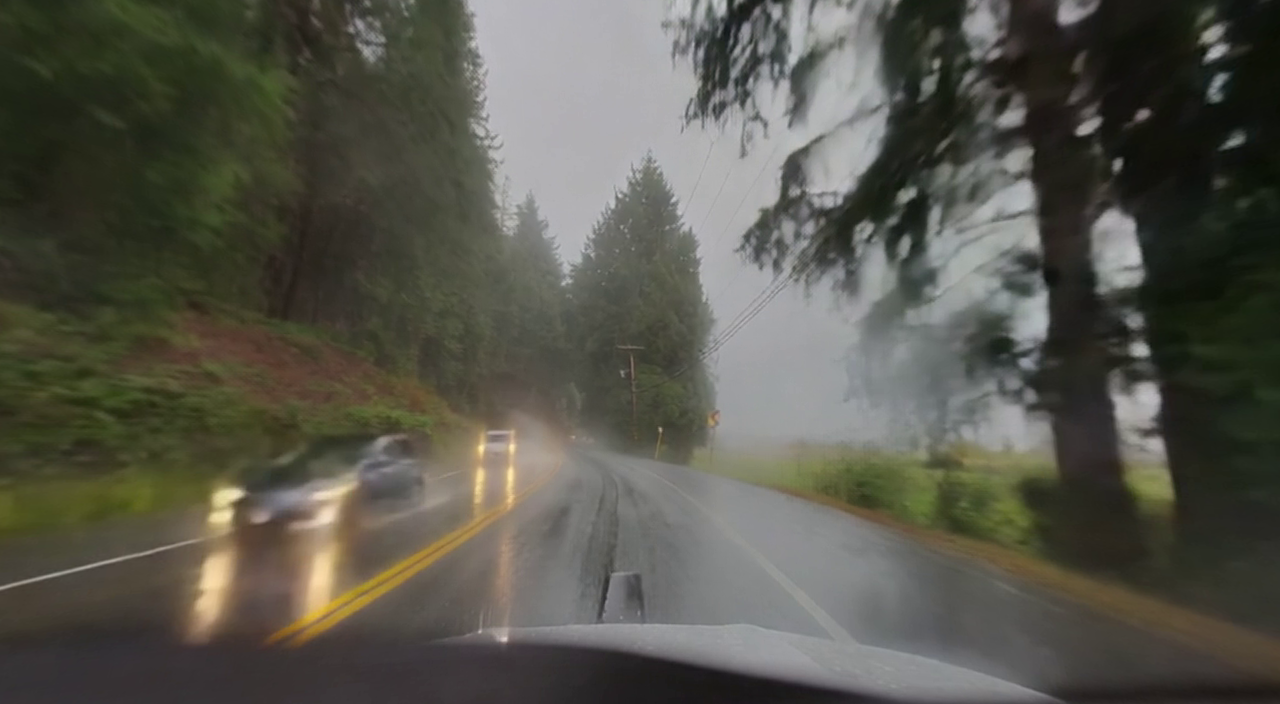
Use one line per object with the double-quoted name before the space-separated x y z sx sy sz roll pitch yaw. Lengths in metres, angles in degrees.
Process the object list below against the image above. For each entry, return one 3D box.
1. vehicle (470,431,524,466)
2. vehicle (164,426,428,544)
"vehicle" -6.875 4.714 30.881 1.943 1.556 4.311 1 -8 -4
"vehicle" -5.146 2.020 10.338 1.965 1.486 4.385 1 -8 -2
